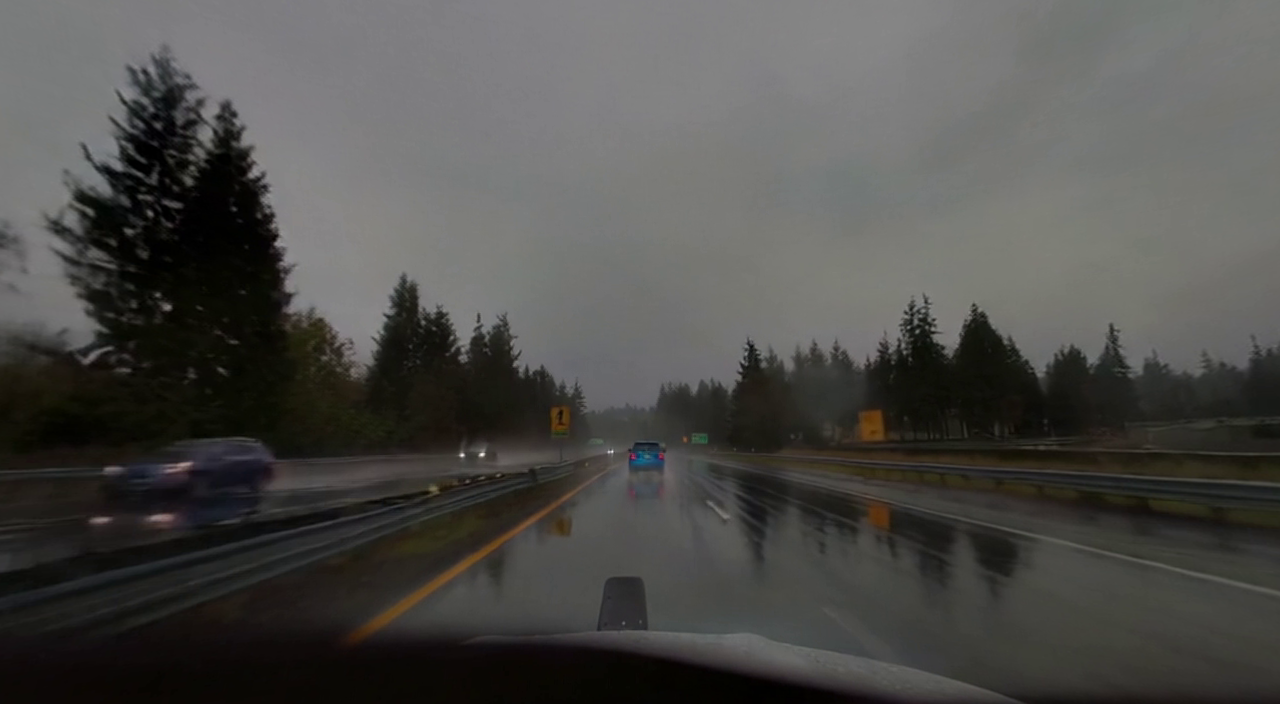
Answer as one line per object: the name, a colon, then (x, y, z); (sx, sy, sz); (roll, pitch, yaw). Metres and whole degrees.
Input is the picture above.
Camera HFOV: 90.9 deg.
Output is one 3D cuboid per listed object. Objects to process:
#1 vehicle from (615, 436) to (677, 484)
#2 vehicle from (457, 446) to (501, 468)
vehicle: (0.221, 4.167, 24.484); (2.190, 1.706, 4.062); (0, -9, 0)
vehicle: (-11.440, 7.460, 44.955); (1.847, 1.486, 4.383); (0, -9, 2)
